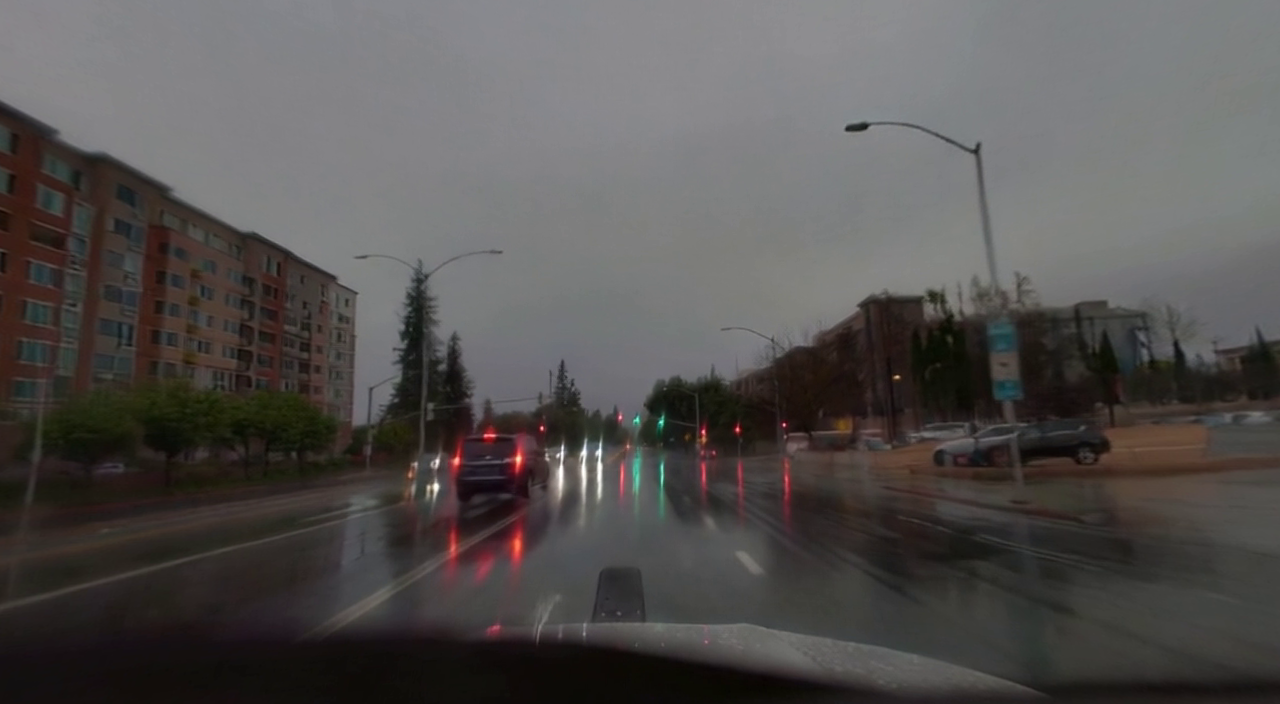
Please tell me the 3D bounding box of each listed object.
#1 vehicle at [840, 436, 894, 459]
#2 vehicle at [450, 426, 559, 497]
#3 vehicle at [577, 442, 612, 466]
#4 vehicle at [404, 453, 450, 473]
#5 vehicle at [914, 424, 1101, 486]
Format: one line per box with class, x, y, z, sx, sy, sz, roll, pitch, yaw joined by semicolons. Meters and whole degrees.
vehicle;14.842;6.266;41.533;1.865;1.425;4.439;0;-9;0
vehicle;-3.954;3.313;19.443;2.220;1.888;4.904;0;-9;0
vehicle;-3.392;7.713;47.782;2.180;1.699;4.485;-1;-9;1
vehicle;-15.845;8.275;47.259;1.835;1.448;4.208;-1;-9;2
vehicle;11.038;3.166;19.409;4.399;1.722;2.202;-3;-9;14
